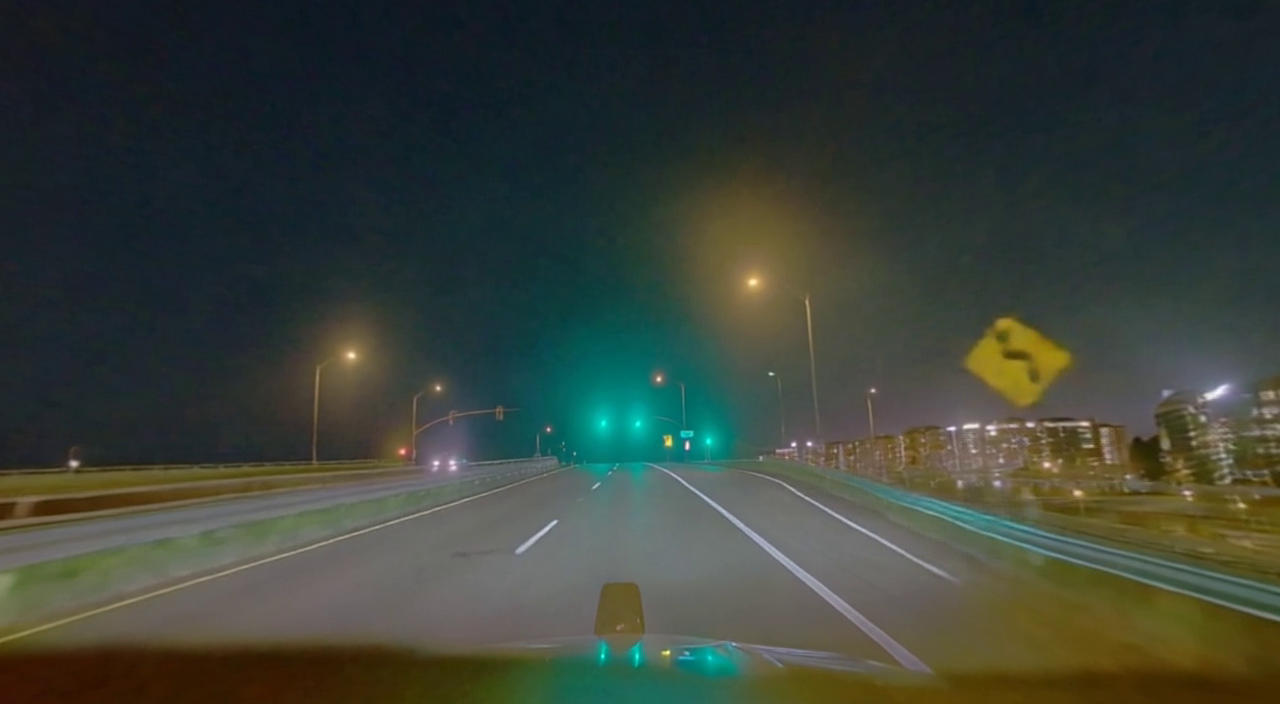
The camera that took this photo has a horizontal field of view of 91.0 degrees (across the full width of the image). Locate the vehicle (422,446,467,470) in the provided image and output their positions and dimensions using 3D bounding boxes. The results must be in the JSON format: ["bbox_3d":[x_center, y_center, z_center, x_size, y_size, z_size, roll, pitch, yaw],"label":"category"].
[{"bbox_3d":[-14.631,7.927,47.332,2.020,1.719,4.366,0,-8,-1],"label":"vehicle"}]
